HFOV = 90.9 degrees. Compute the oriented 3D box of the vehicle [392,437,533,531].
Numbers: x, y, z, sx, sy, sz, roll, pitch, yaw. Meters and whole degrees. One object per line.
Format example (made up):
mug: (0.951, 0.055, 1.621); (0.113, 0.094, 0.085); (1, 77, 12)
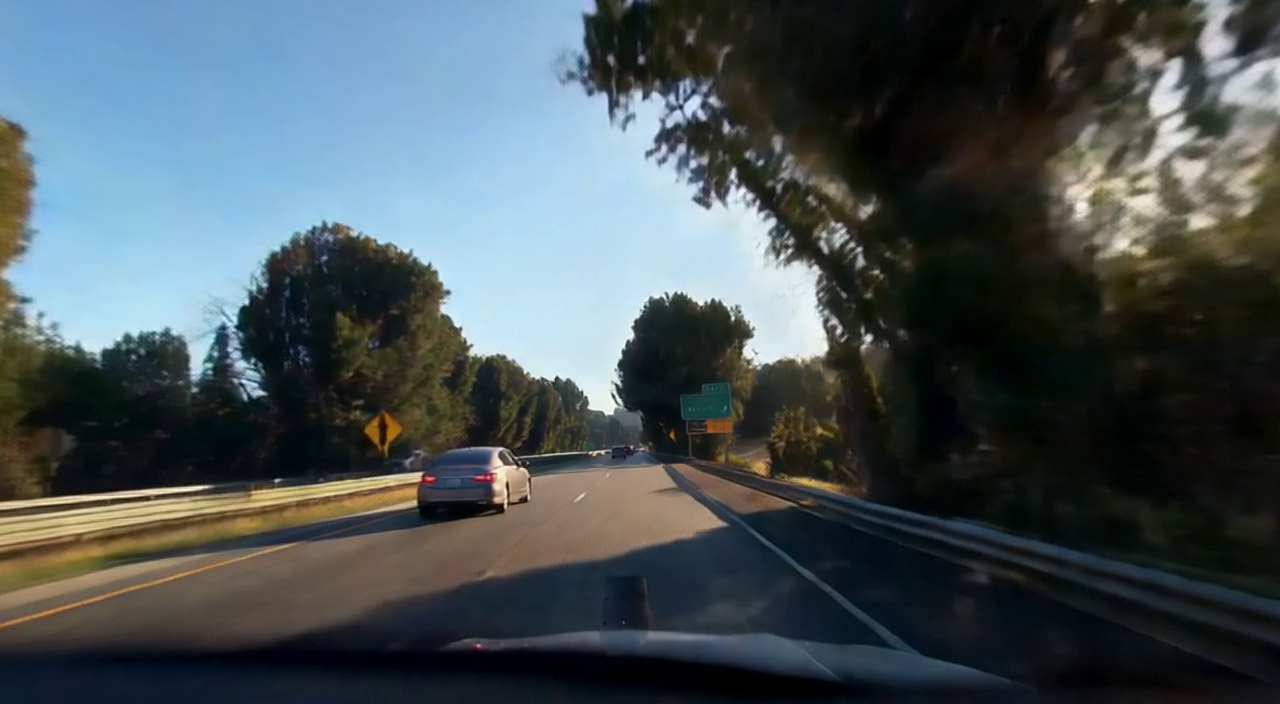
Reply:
vehicle: (-3.266, 2.493, 12.358); (1.675, 1.537, 3.574); (0, -9, 1)
